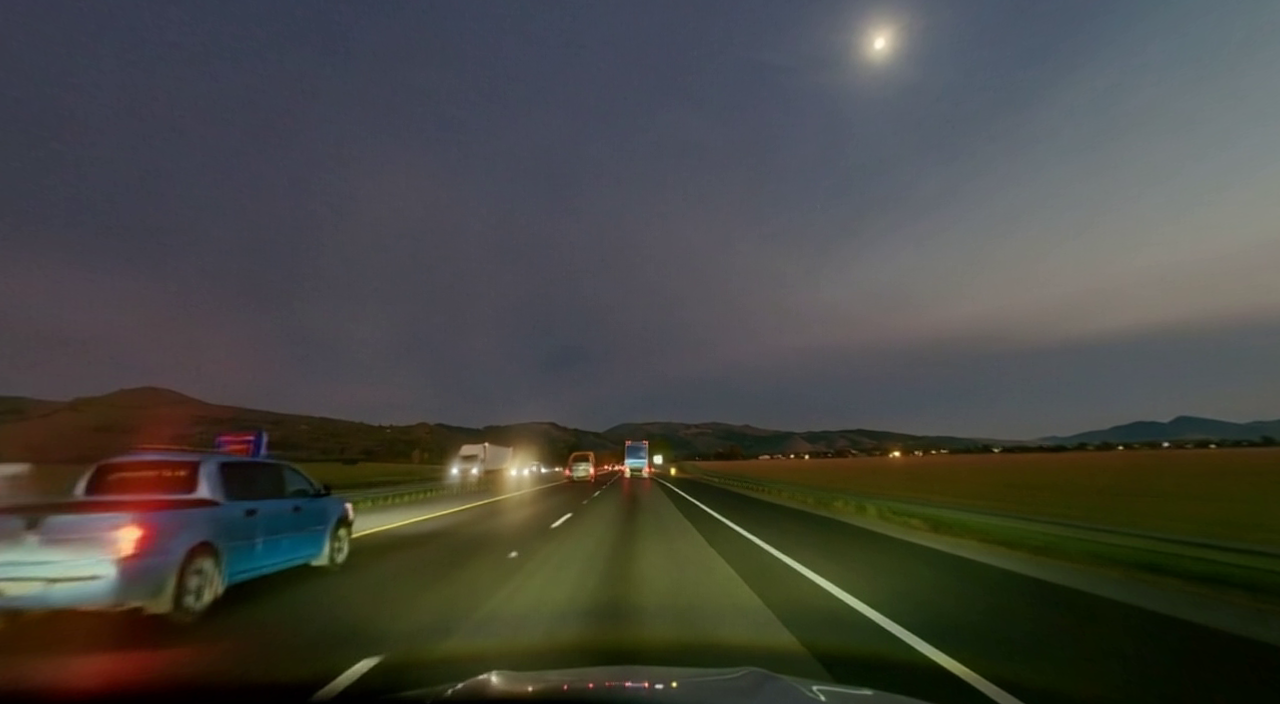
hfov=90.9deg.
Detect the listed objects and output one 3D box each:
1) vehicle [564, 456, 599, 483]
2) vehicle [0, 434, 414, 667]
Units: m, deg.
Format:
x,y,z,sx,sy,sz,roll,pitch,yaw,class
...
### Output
x,y,z,sx,sy,sz,roll,pitch,yaw,class
-4.395,9.007,48.378,2.208,1.973,4.716,1,-10,0,vehicle
-4.223,1.697,6.421,2.090,1.462,4.603,1,-10,0,vehicle
